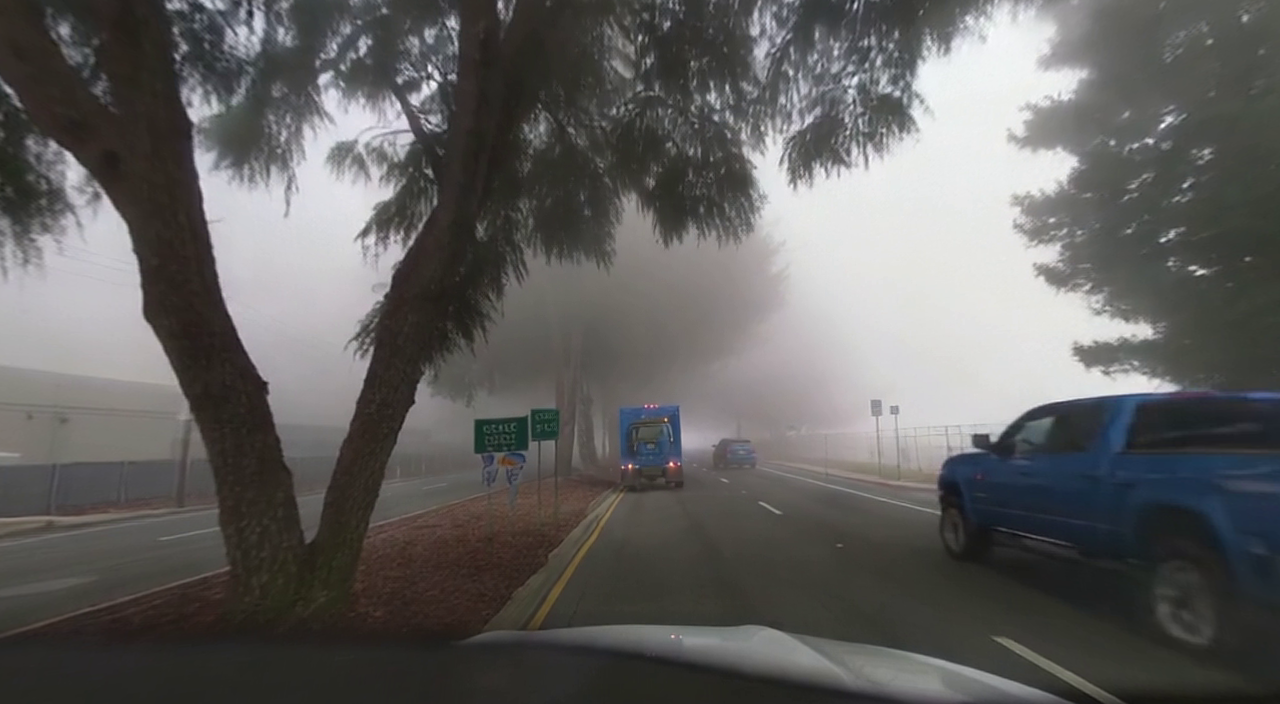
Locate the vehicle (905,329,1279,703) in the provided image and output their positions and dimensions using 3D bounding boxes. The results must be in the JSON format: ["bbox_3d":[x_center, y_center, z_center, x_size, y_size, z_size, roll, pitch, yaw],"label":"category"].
[{"bbox_3d":[4.239,1.087,4.682,2.375,1.857,5.100,0,-8,1],"label":"vehicle"}]

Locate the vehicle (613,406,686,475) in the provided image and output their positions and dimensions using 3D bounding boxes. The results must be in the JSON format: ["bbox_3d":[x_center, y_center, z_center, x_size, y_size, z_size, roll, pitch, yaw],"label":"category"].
[{"bbox_3d":[0.531,4.376,31.024,3.197,2.963,7.055,0,-8,2],"label":"vehicle"}]

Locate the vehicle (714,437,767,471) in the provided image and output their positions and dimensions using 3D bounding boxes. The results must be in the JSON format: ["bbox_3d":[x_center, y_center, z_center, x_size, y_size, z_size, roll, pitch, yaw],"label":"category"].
[{"bbox_3d":[5.324,5.461,33.944,2.076,1.661,4.524,0,-8,0],"label":"vehicle"}]
